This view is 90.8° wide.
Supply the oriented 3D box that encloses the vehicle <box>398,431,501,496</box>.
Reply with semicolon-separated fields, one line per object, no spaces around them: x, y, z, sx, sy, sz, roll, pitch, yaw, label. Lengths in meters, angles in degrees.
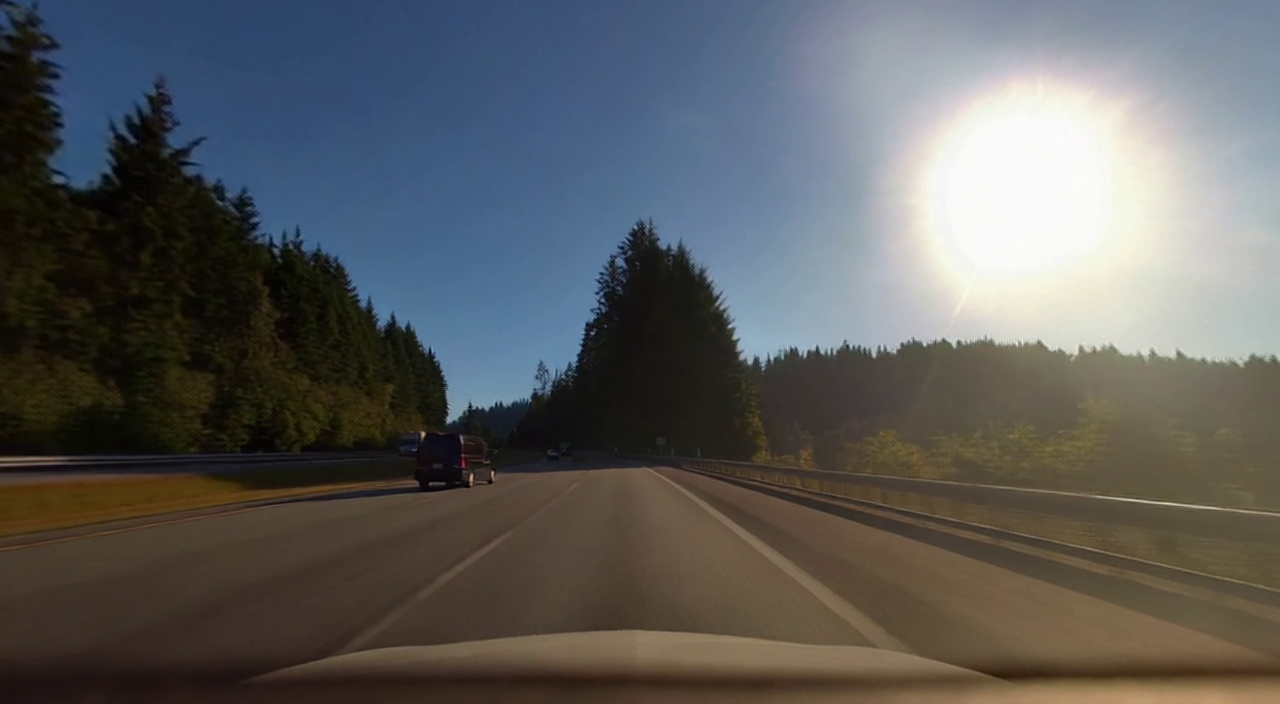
-6.648;3.969;22.726;2.197;2.038;4.919;0;-9;0;vehicle
